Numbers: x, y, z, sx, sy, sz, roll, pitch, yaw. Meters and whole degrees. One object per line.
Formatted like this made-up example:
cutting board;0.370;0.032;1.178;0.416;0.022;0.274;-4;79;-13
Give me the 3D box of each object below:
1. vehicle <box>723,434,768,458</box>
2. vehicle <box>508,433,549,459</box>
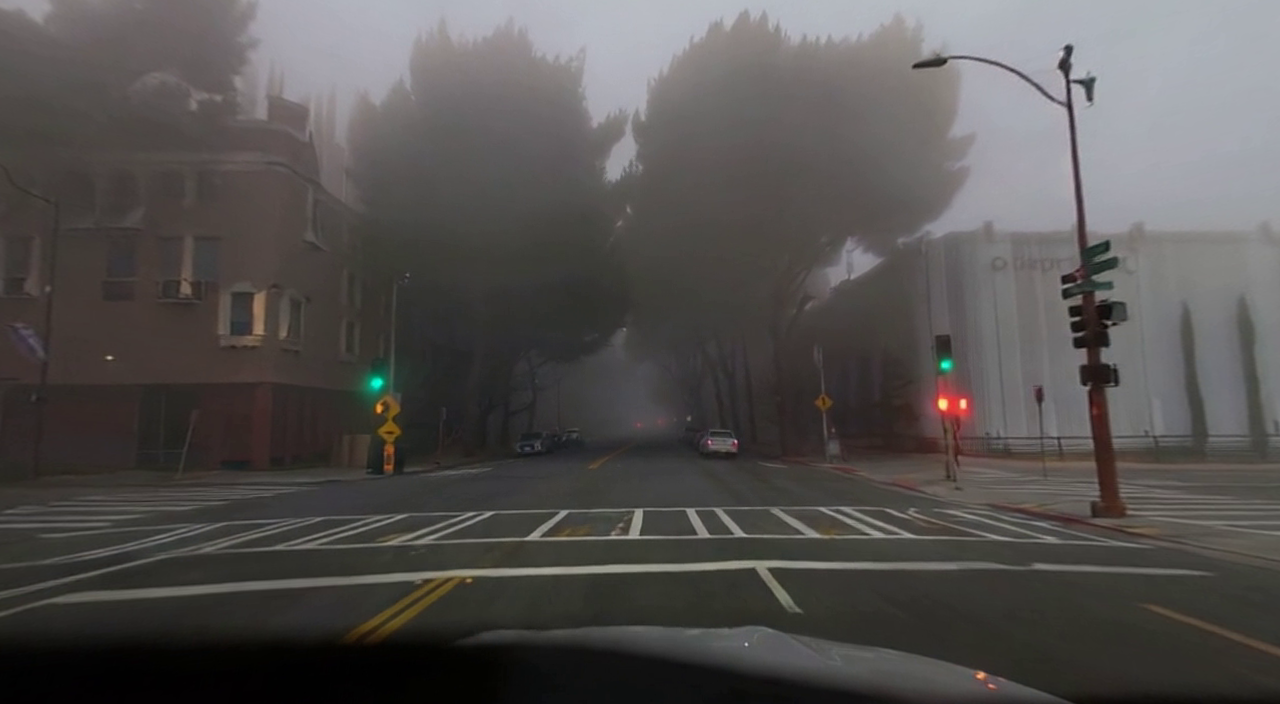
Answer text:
vehicle;6.783;6.099;40.948;1.997;1.510;4.455;0;-8;-2
vehicle;-7.392;6.249;42.076;2.127;1.533;4.547;-1;-8;-3
